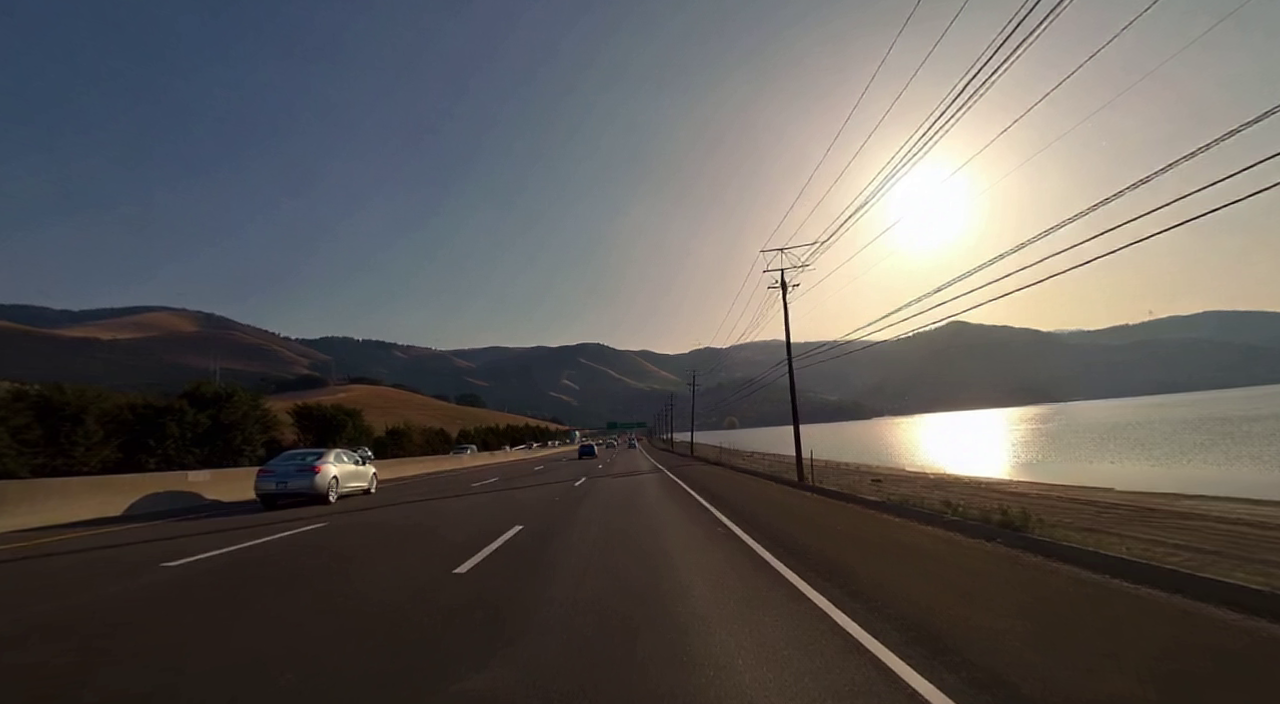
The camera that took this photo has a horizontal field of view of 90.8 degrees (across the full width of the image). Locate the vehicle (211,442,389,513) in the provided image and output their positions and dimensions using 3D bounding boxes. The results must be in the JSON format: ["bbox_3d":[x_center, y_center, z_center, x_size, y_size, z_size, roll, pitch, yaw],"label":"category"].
[{"bbox_3d":[-7.965,2.935,15.391,1.847,1.456,4.471,0,-8,0],"label":"vehicle"}]

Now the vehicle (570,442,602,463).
[{"bbox_3d":[-4.013,7.518,47.313,2.097,1.514,4.209,0,-8,-1],"label":"vehicle"}]
